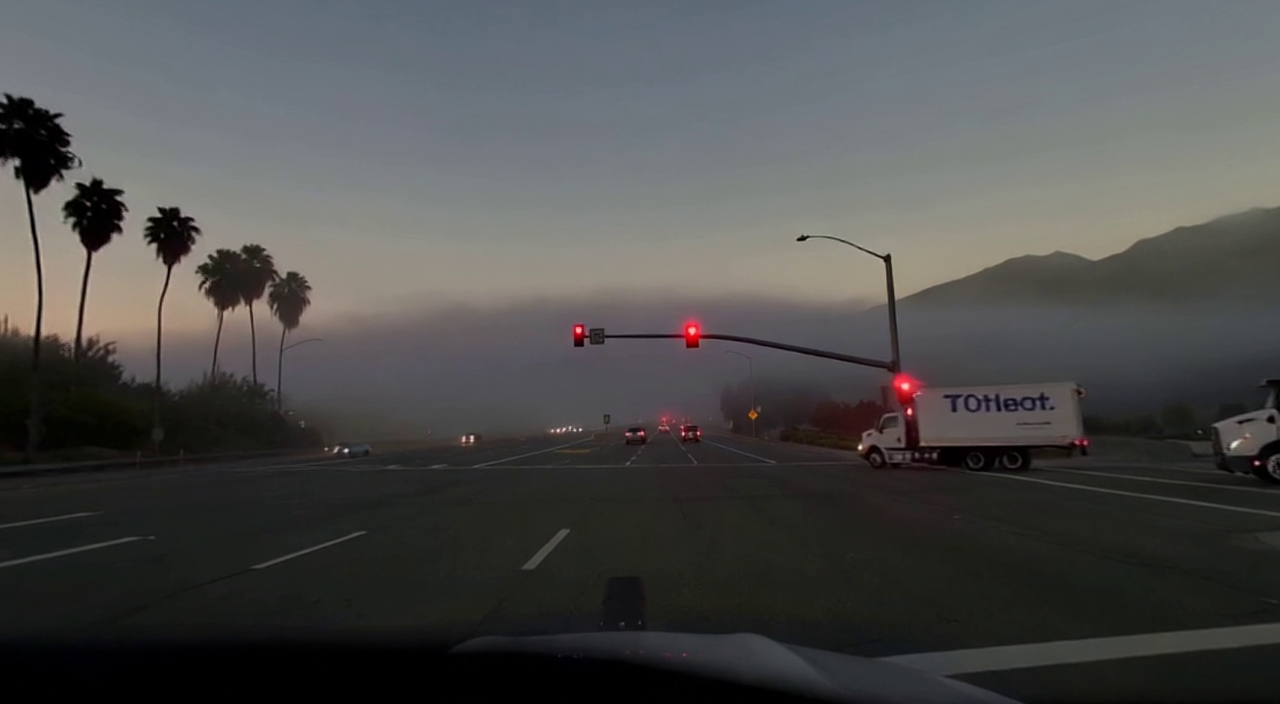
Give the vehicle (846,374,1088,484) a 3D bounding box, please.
[{"bbox_3d":[11.551,2.849,22.728,7.088,3.414,3.237,-5,-10,30],"label":"vehicle"}]
